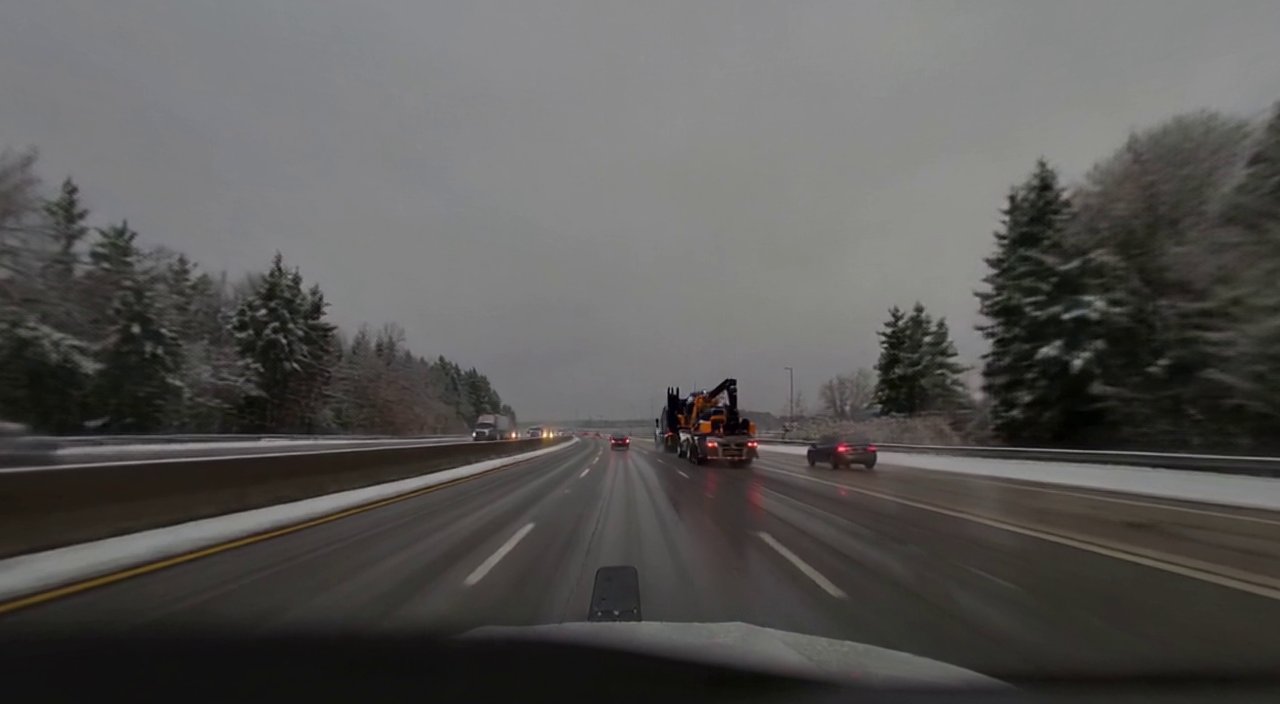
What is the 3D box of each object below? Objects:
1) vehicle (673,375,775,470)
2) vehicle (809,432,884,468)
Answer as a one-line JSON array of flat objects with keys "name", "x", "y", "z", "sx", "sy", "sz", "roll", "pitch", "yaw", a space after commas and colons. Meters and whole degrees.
[{"name": "vehicle", "x": 3.583, "y": 3.448, "z": 29.949, "sx": 2.912, "sy": 3.738, "sz": 10.123, "roll": 0, "pitch": -8, "yaw": -3}, {"name": "vehicle", "x": 9.067, "y": 4.328, "z": 28.090, "sx": 1.820, "sy": 1.469, "sz": 4.257, "roll": 0, "pitch": -8, "yaw": -1}]
